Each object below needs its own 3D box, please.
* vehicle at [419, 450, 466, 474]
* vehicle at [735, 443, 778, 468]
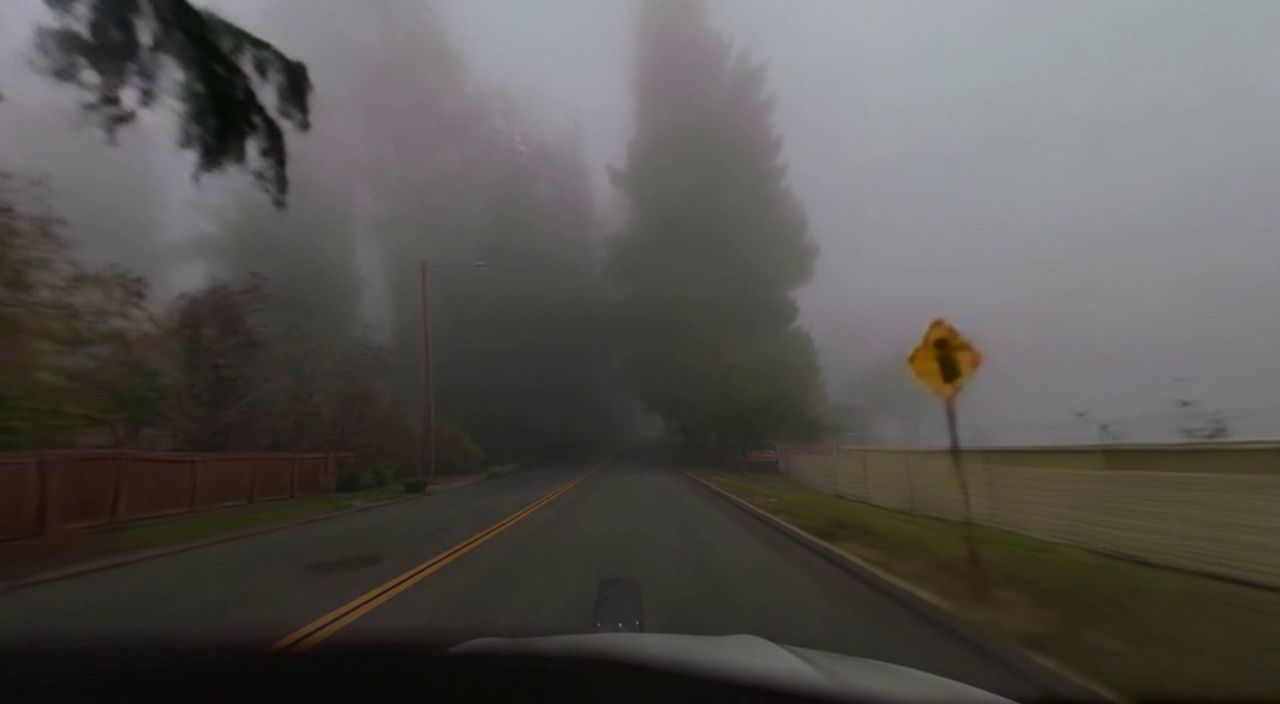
[{"bbox_3d":[-15.269,8.512,49.075,2.177,1.773,4.656,0,-9,0],"label":"vehicle"},{"bbox_3d":[7.996,7.133,43.777,1.954,1.652,4.520,0,-9,-2],"label":"vehicle"}]
